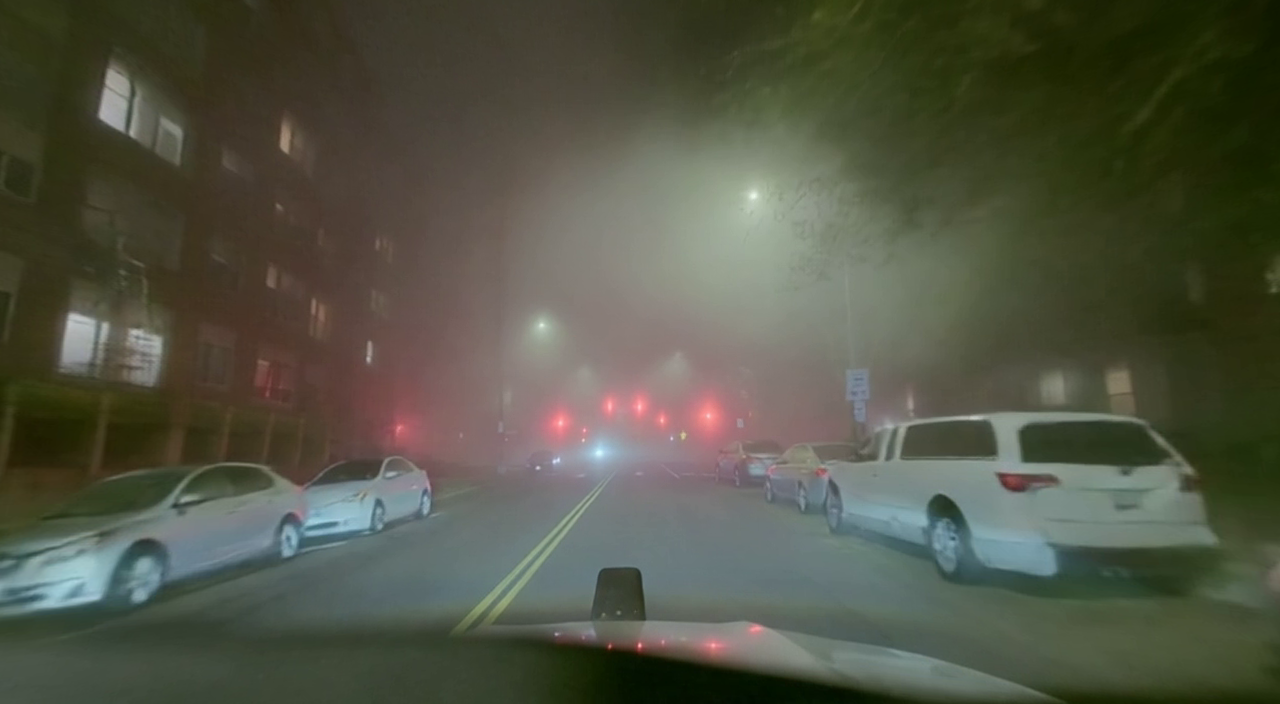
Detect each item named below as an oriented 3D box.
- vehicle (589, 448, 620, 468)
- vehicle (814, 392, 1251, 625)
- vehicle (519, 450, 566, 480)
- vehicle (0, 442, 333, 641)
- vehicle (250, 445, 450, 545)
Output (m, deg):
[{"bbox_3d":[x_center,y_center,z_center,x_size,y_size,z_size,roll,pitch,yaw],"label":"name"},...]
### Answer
[{"bbox_3d":[-2.669,8.073,48.256,2.029,1.438,4.313,0,-8,0],"label":"vehicle"},{"bbox_3d":[3.939,1.663,7.915,2.093,1.857,5.414,1,-8,1],"label":"vehicle"},{"bbox_3d":[-5.770,6.737,37.952,1.947,1.473,4.397,-5,-9,1],"label":"vehicle"},{"bbox_3d":[-5.841,2.066,7.846,1.929,1.681,4.216,-5,-8,0],"label":"vehicle"},{"bbox_3d":[-5.951,2.938,13.765,2.142,1.775,4.428,0,-8,2],"label":"vehicle"}]
